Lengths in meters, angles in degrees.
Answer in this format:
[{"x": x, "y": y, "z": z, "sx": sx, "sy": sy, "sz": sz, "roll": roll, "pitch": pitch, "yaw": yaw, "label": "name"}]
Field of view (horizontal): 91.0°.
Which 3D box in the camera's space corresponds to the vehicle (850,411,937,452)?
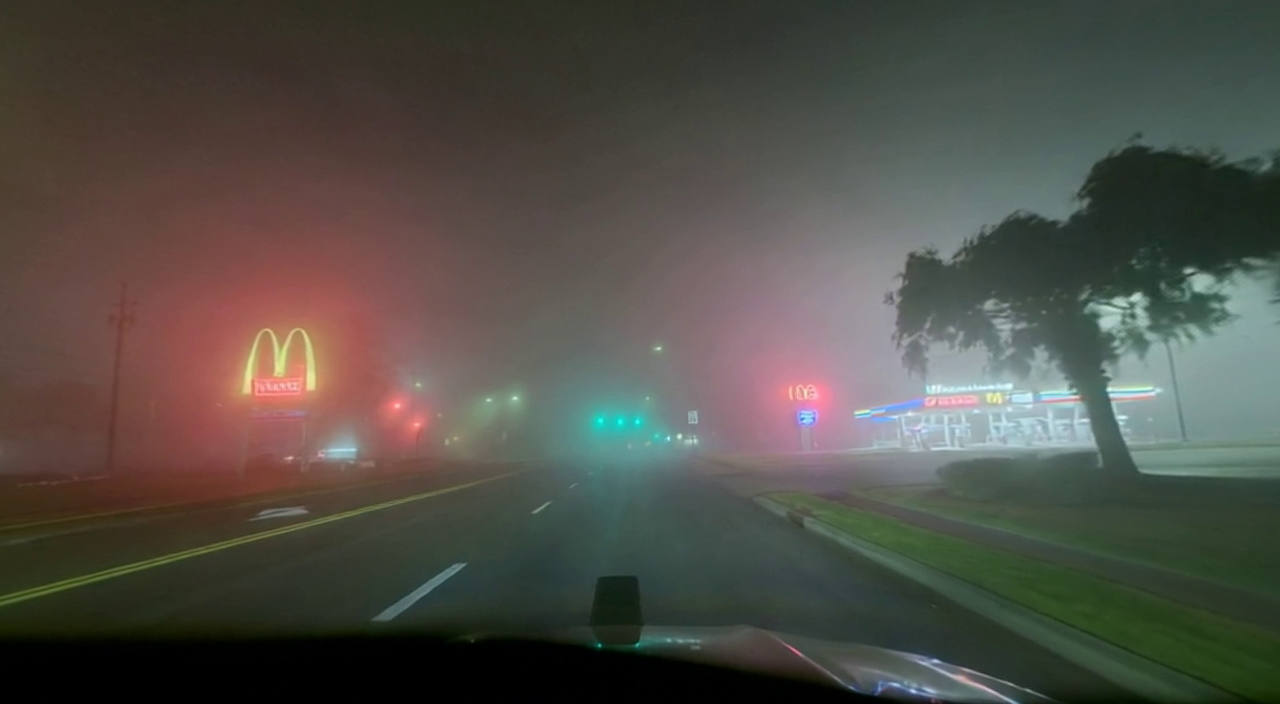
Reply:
[{"x": 16.026, "y": 5.075, "z": 39.661, "sx": 5.529, "sy": 2.395, "sz": 2.399, "roll": 6, "pitch": -10, "yaw": -35, "label": "vehicle"}]
